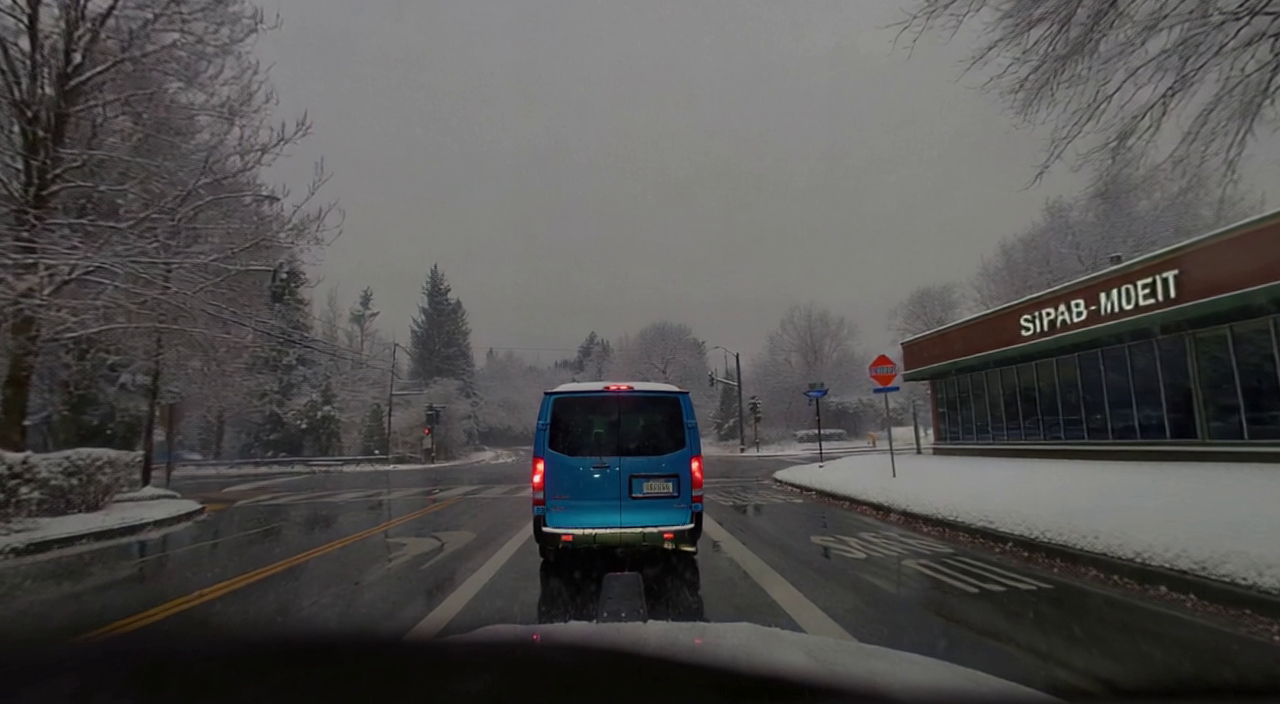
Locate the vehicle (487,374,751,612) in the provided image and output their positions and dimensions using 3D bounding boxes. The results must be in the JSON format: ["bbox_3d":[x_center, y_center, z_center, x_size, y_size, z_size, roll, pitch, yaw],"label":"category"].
[{"bbox_3d":[-0.296,1.467,7.289,2.181,1.949,3.932,1,-9,-4],"label":"vehicle"}]
